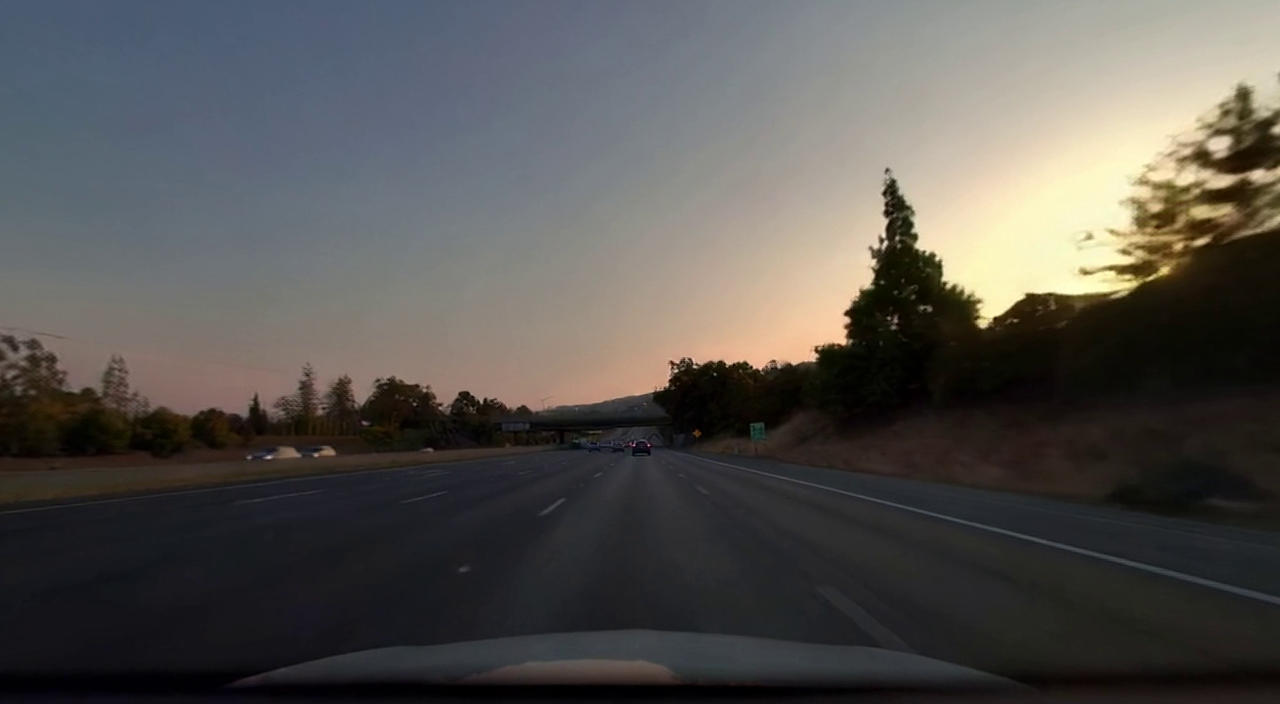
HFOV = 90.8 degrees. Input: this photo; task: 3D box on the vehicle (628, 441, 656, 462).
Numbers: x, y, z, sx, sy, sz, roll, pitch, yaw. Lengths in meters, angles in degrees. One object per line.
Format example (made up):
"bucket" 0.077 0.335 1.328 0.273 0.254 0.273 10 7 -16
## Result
"vehicle" 0.090 7.504 47.768 2.021 1.528 4.154 0 -8 -1
